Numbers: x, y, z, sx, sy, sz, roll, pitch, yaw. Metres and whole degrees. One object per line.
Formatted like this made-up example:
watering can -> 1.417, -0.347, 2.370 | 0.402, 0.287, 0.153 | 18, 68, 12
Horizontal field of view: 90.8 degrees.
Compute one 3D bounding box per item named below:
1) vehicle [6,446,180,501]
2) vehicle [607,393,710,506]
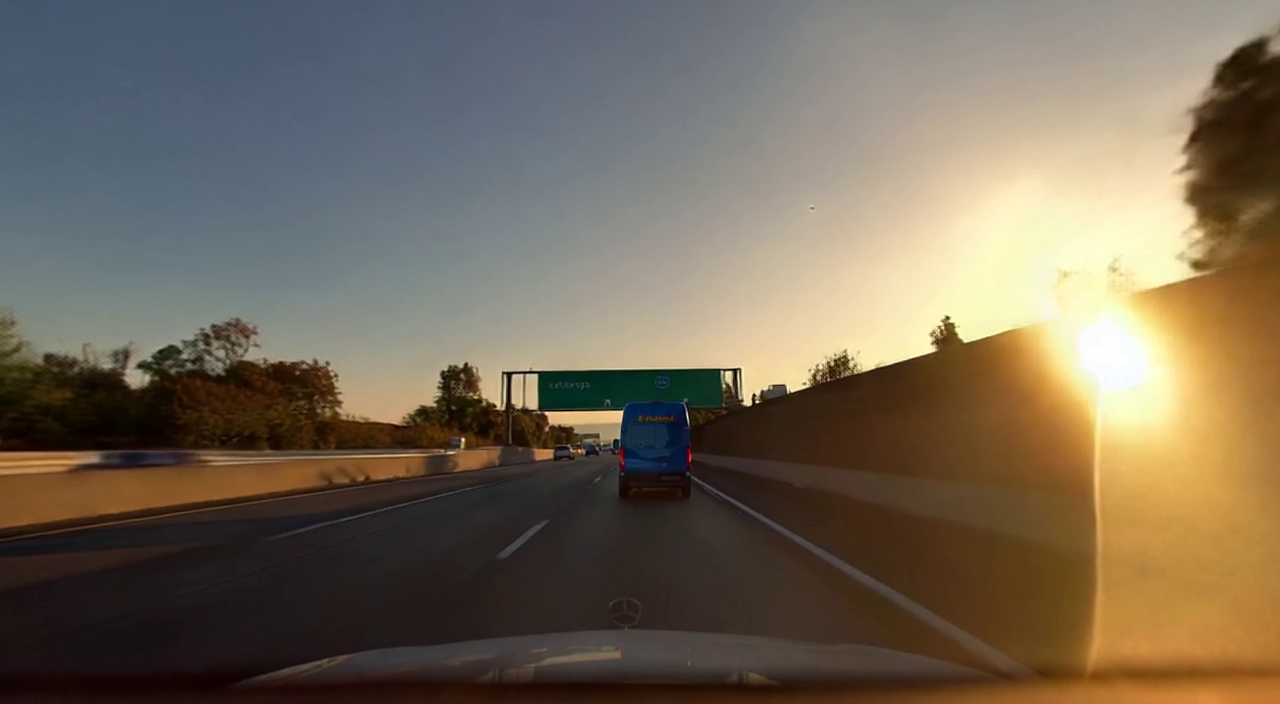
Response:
vehicle -> -15.762, 3.488, 18.486 | 1.651, 1.410, 3.840 | 0, -9, 0
vehicle -> 0.337, 2.622, 17.124 | 2.332, 2.558, 5.314 | 0, -9, -2
